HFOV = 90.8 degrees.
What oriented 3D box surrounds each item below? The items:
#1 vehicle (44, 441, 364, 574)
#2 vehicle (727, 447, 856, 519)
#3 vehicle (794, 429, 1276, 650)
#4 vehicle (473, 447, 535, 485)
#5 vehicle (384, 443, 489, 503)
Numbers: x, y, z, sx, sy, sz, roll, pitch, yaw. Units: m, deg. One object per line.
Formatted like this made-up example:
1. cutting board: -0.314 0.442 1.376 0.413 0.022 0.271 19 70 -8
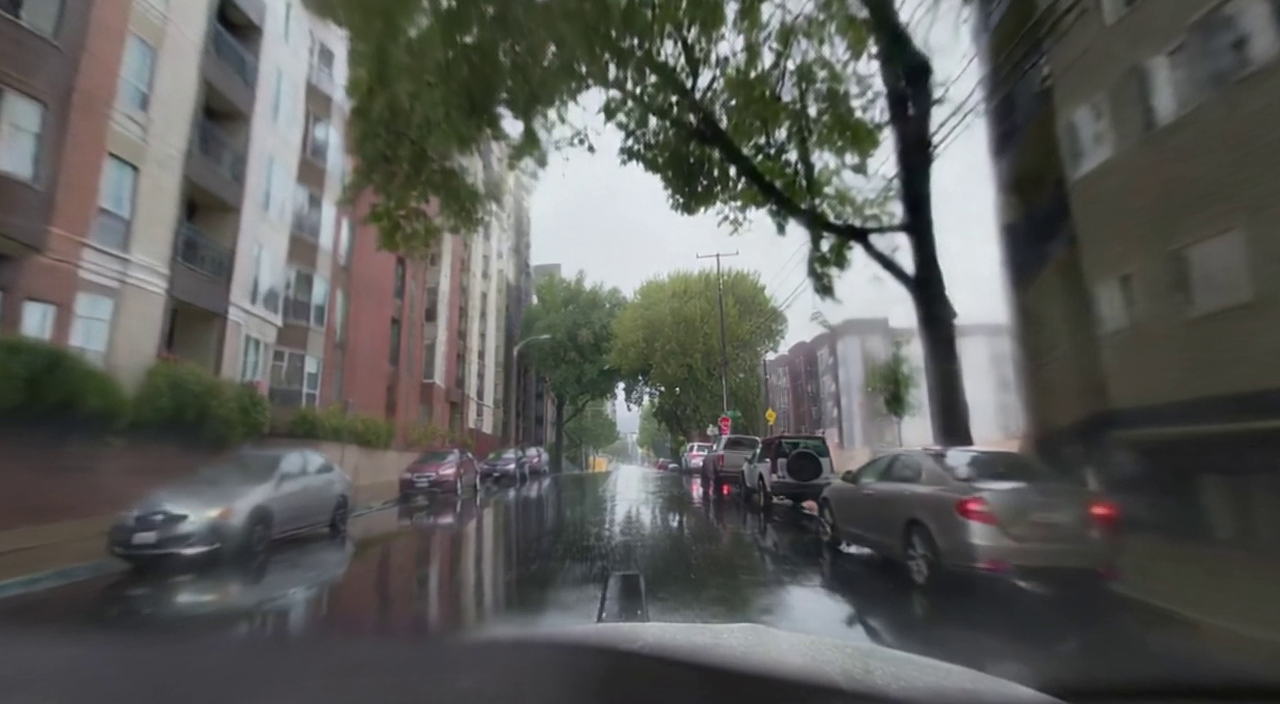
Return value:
1. vehicle: -6.456 2.291 10.197 2.100 1.640 4.341 0 -9 -1
2. vehicle: 3.506 3.100 15.619 1.925 1.489 4.655 0 -9 -2
3. vehicle: 3.372 1.677 6.953 1.948 1.502 5.013 0 -9 -2
4. vehicle: -6.477 5.461 30.574 2.069 1.647 4.359 -1 -9 0
5. vehicle: -6.456 3.861 20.600 1.947 1.707 4.352 0 -9 0
